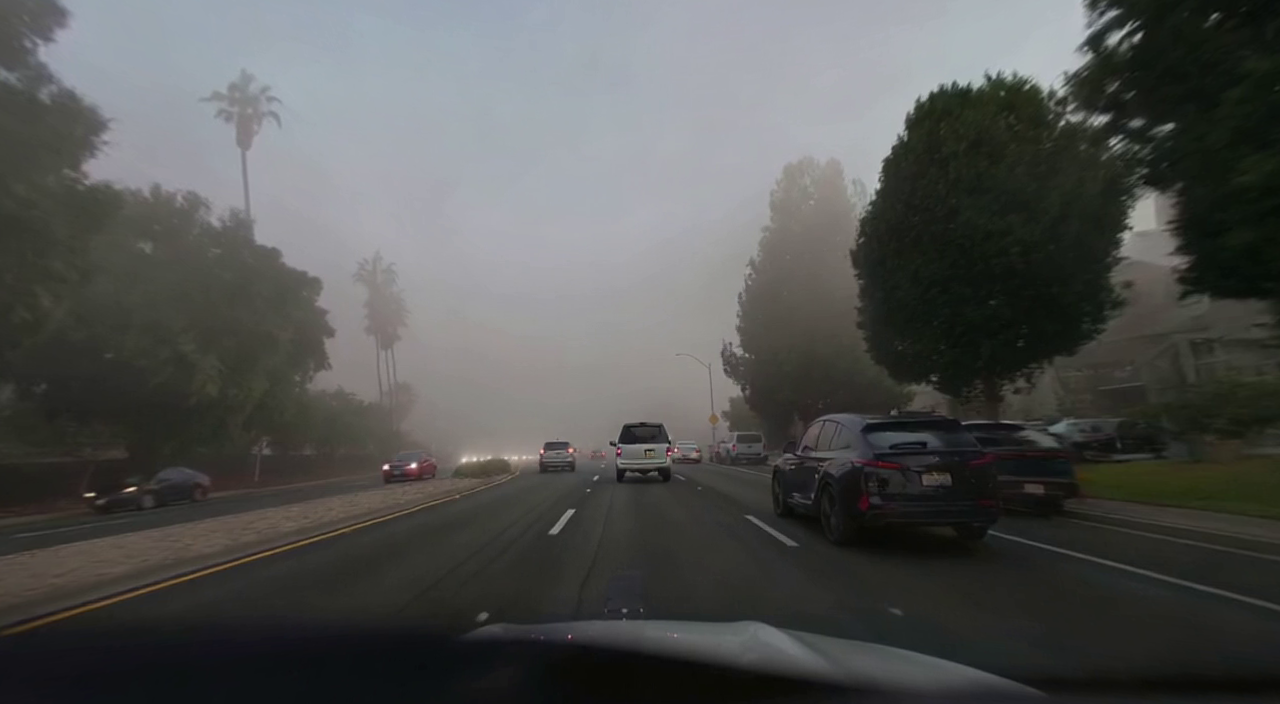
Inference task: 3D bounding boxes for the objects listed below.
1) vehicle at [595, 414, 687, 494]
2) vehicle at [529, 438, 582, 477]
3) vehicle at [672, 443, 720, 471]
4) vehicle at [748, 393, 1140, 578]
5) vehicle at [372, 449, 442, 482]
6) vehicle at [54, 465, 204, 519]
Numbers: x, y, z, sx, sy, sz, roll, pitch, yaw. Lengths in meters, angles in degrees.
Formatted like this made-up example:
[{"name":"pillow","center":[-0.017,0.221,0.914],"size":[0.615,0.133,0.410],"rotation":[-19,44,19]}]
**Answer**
[{"name":"vehicle","center":[-0.186,3.250,20.224],"size":[2.507,2.161,6.049],"rotation":[1,-9,-4]},{"name":"vehicle","center":[-3.899,4.954,29.734],"size":[2.235,1.682,4.662],"rotation":[1,-9,-5]},{"name":"vehicle","center":[3.002,5.778,34.819],"size":[2.178,1.411,4.732],"rotation":[0,-9,-1]},{"name":"vehicle","center":[3.585,1.792,9.443],"size":[2.576,1.815,6.267],"rotation":[0,-9,-2]},{"name":"vehicle","center":[-12.351,6.031,33.650],"size":[2.068,1.630,4.650],"rotation":[0,-9,-2]},{"name":"vehicle","center":[-18.569,5.061,23.168],"size":[1.956,1.494,4.503],"rotation":[-4,-8,-3]}]
